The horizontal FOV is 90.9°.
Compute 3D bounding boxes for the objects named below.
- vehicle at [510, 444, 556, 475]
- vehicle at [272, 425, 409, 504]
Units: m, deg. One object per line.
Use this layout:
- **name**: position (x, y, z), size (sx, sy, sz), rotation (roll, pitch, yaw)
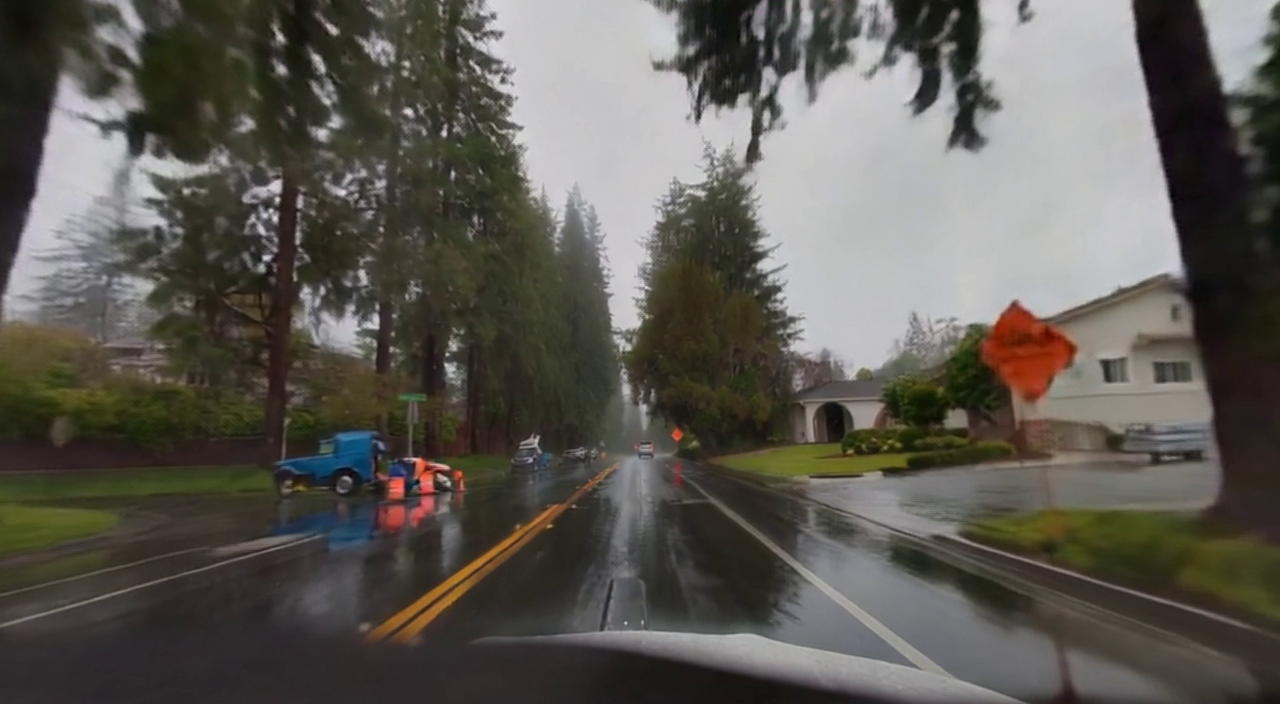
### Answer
- **vehicle**: position (-7.935, 8.004, 47.397), size (2.422, 1.855, 6.165), rotation (-4, -7, -2)
- **vehicle**: position (-10.697, 4.020, 22.888), size (4.120, 2.628, 2.064), rotation (3, -9, -19)
